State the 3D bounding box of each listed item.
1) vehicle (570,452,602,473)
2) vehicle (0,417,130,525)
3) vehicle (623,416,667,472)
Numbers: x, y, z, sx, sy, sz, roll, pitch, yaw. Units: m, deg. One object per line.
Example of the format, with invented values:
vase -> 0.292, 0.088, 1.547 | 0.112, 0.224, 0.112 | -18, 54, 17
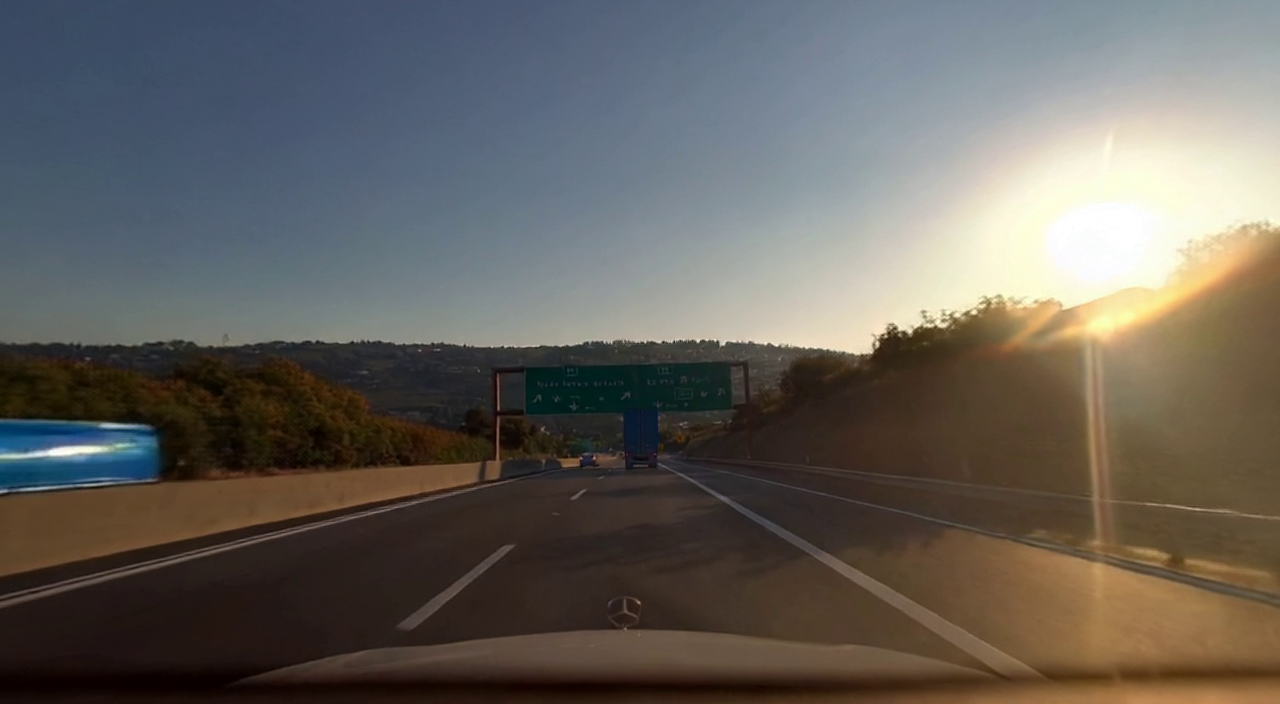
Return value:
vehicle -> -4.099, 8.434, 48.348 | 2.053, 1.523, 4.450 | 0, -9, 0
vehicle -> -16.283, 2.851, 15.163 | 2.236, 2.527, 6.874 | 0, -9, 0
vehicle -> 0.193, 7.069, 48.419 | 2.864, 3.805, 9.500 | 0, -9, -3
